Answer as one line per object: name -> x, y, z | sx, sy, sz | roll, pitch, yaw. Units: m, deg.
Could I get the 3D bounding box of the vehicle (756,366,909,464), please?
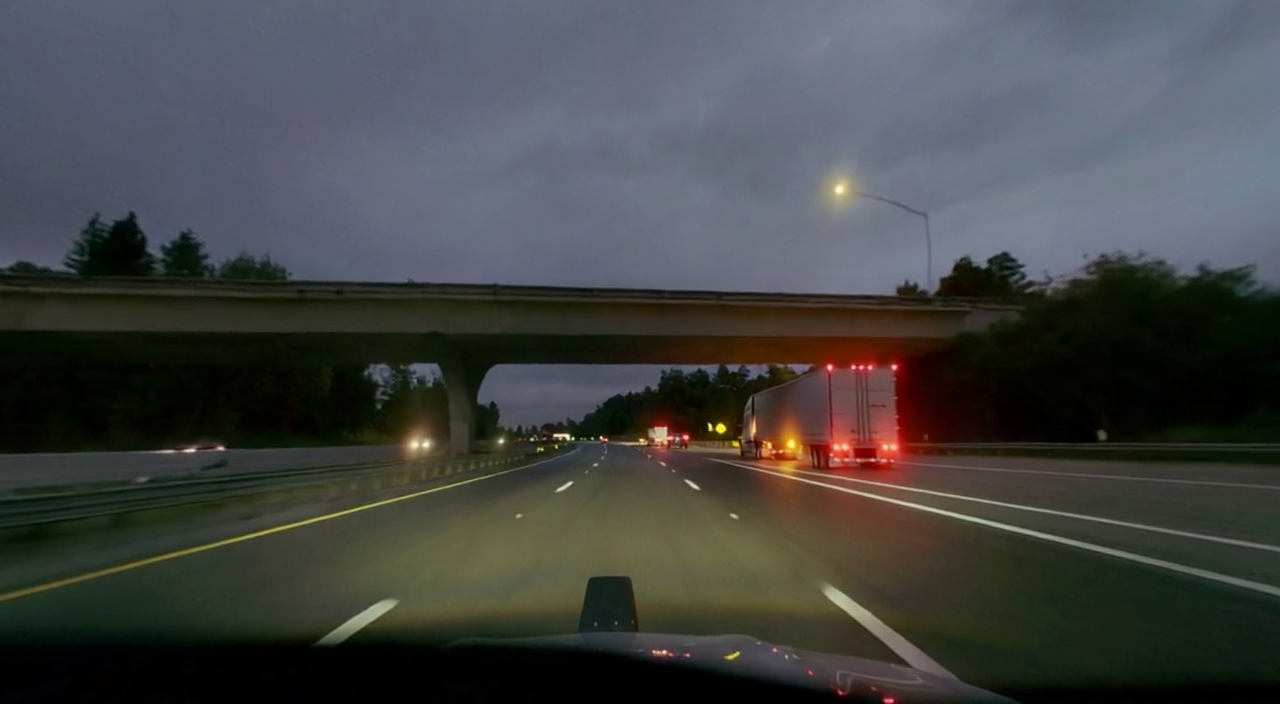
vehicle -> 9.200, 3.536, 32.808 | 2.855, 4.053, 13.328 | 0, -8, -4

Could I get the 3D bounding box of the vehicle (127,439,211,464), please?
vehicle -> -31.070, 6.561, 41.694 | 1.914, 1.478, 4.481 | -1, -8, 2
